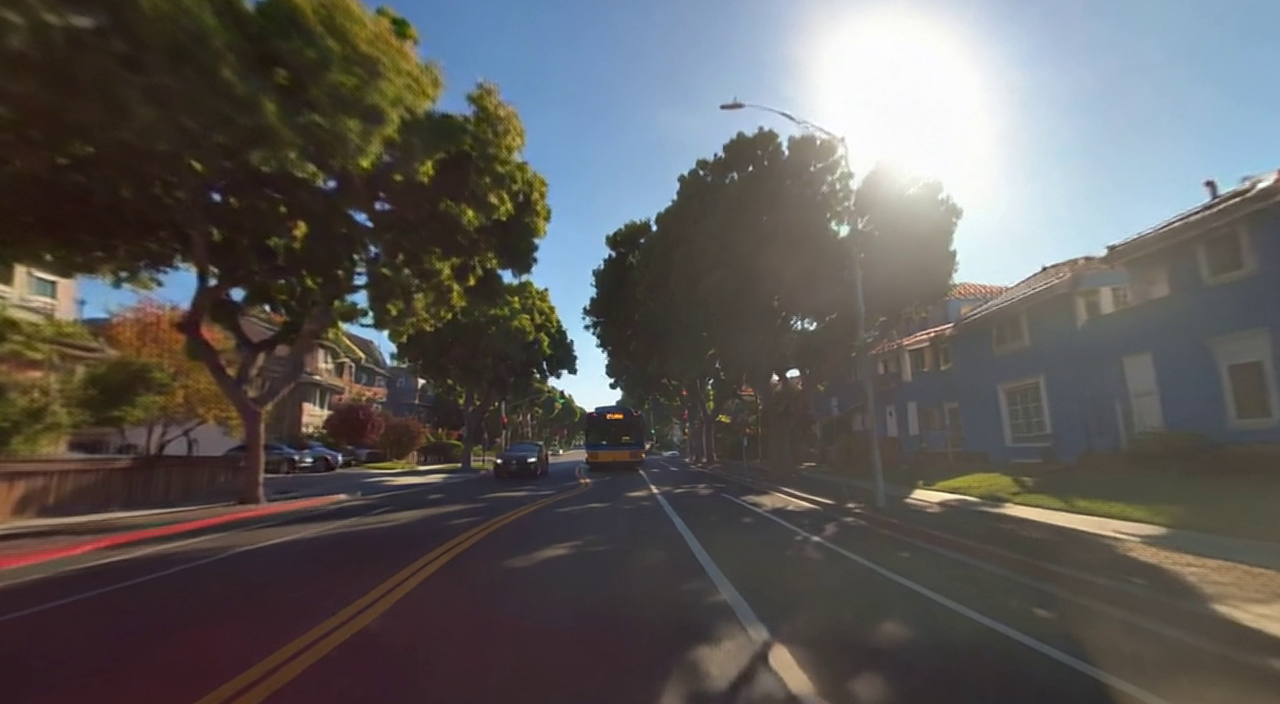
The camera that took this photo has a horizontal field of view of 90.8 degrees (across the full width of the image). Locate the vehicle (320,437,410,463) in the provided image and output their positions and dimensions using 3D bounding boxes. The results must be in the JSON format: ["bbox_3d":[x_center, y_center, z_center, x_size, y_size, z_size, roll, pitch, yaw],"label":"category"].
[{"bbox_3d":[-17.279,6.215,39.903,4.778,1.565,1.919,0,-11,-2],"label":"vehicle"}]

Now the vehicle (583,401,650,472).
[{"bbox_3d":[-1.164,4.946,36.724,3.031,3.200,13.052,3,-8,0],"label":"vehicle"}]

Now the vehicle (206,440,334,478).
[{"bbox_3d":[-16.352,4.738,28.111,4.481,1.591,1.807,0,-8,-3],"label":"vehicle"}]

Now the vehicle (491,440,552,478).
[{"bbox_3d":[-4.974,4.544,27.041,1.925,1.489,4.235,0,-8,-2],"label":"vehicle"}]
